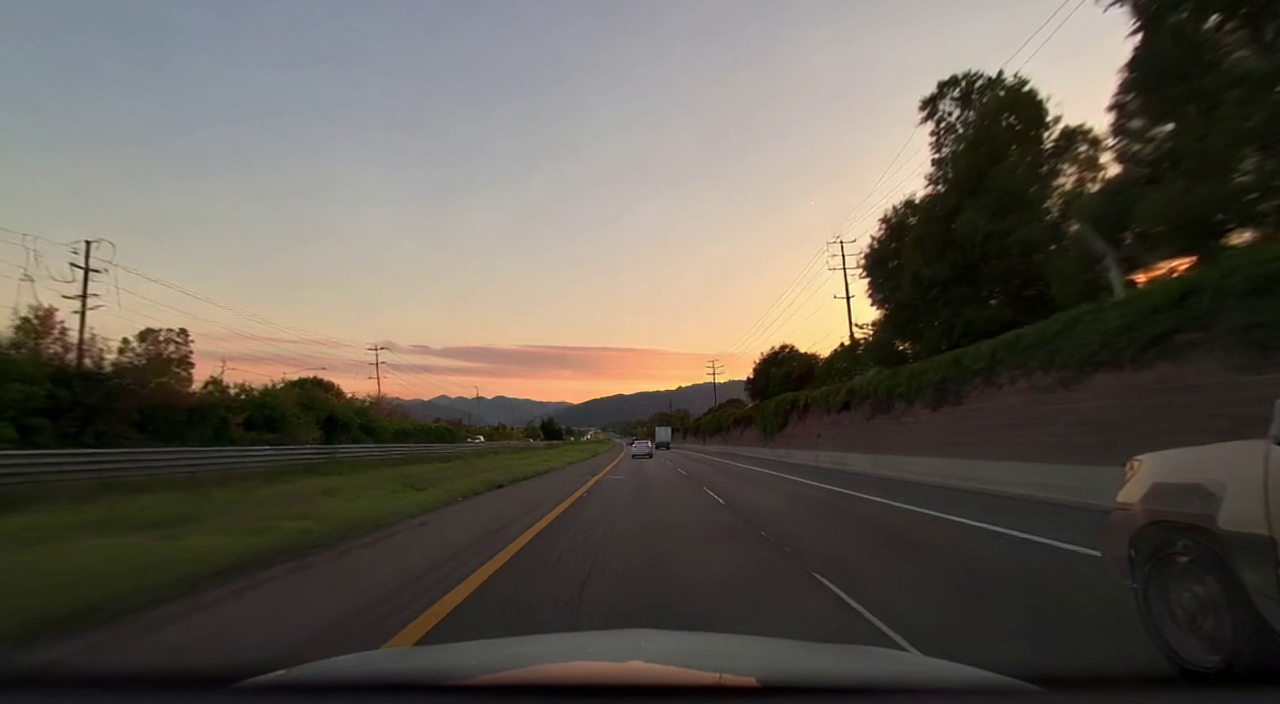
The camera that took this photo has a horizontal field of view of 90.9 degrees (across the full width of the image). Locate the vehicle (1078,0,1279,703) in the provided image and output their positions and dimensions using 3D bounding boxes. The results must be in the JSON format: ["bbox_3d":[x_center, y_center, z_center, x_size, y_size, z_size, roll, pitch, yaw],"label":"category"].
[{"bbox_3d":[4.335,-0.583,0.526,3.182,4.424,6.324,-1,-8,1],"label":"vehicle"}]

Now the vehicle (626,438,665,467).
[{"bbox_3d":[0.290,5.937,37.453,2.192,1.556,4.132,0,-8,0],"label":"vehicle"}]
